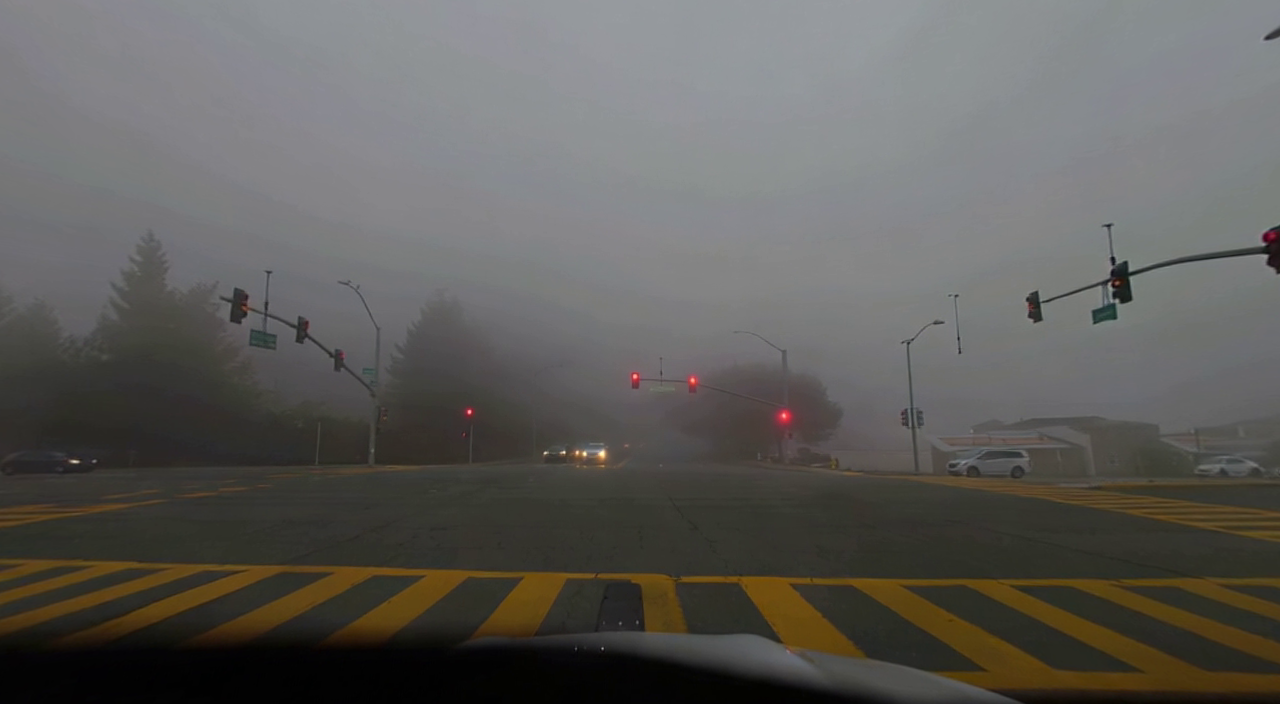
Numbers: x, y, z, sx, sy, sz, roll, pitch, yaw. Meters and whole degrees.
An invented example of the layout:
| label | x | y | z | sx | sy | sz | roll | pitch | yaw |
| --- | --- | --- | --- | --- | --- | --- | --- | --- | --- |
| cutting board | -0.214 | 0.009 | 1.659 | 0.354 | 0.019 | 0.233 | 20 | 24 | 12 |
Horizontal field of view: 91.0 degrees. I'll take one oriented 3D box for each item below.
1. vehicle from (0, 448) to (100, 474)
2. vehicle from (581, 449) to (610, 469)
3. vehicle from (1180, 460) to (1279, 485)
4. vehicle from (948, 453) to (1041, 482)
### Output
| label | x | y | z | sx | sy | sz | roll | pitch | yaw |
| --- | --- | --- | --- | --- | --- | --- | --- | --- | --- |
| vehicle | -35.138 | 6.419 | 37.191 | 4.741 | 1.447 | 1.807 | 0 | -9 | 0 |
| vehicle | -3.440 | 8.362 | 49.227 | 1.908 | 1.441 | 4.142 | 0 | -8 | 1 |
| vehicle | 36.224 | 7.309 | 38.297 | 4.976 | 1.428 | 1.929 | 0 | -8 | -1 |
| vehicle | 21.103 | 6.874 | 37.585 | 4.447 | 1.623 | 1.801 | 0 | -9 | -3 |
